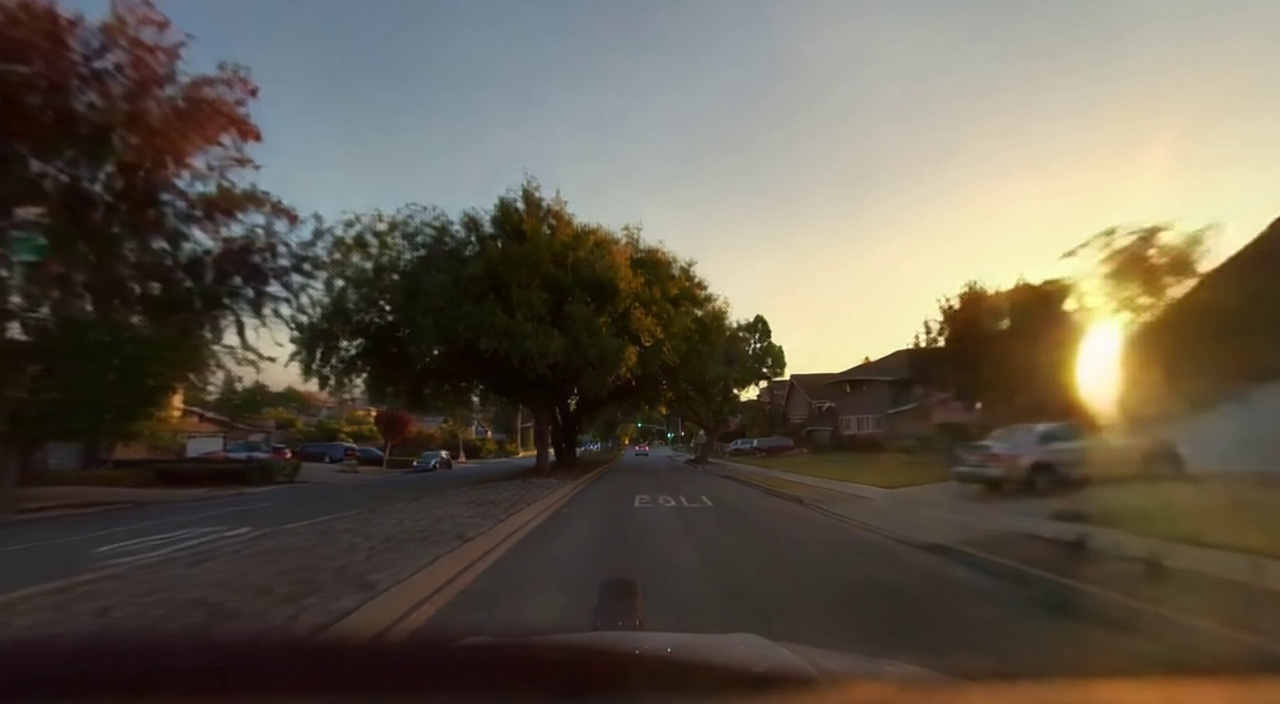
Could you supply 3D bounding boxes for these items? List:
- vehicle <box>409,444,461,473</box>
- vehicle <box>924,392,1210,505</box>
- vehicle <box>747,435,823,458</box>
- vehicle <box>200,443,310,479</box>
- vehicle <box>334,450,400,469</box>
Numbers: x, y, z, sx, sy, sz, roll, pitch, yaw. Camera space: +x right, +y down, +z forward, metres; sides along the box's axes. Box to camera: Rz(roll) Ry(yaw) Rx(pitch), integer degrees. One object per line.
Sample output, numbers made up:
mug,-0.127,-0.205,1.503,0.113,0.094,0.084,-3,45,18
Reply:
vehicle,-14.487,7.509,44.953,2.008,1.908,5.305,0,-8,-1
vehicle,9.201,2.095,13.911,4.790,1.681,2.029,-7,-8,-5
vehicle,9.944,6.525,43.551,4.660,1.513,2.067,0,-8,-4
vehicle,-21.219,6.002,34.966,4.756,1.869,2.042,-1,-8,3
vehicle,-21.195,8.326,49.101,4.284,1.431,1.811,0,-8,0
